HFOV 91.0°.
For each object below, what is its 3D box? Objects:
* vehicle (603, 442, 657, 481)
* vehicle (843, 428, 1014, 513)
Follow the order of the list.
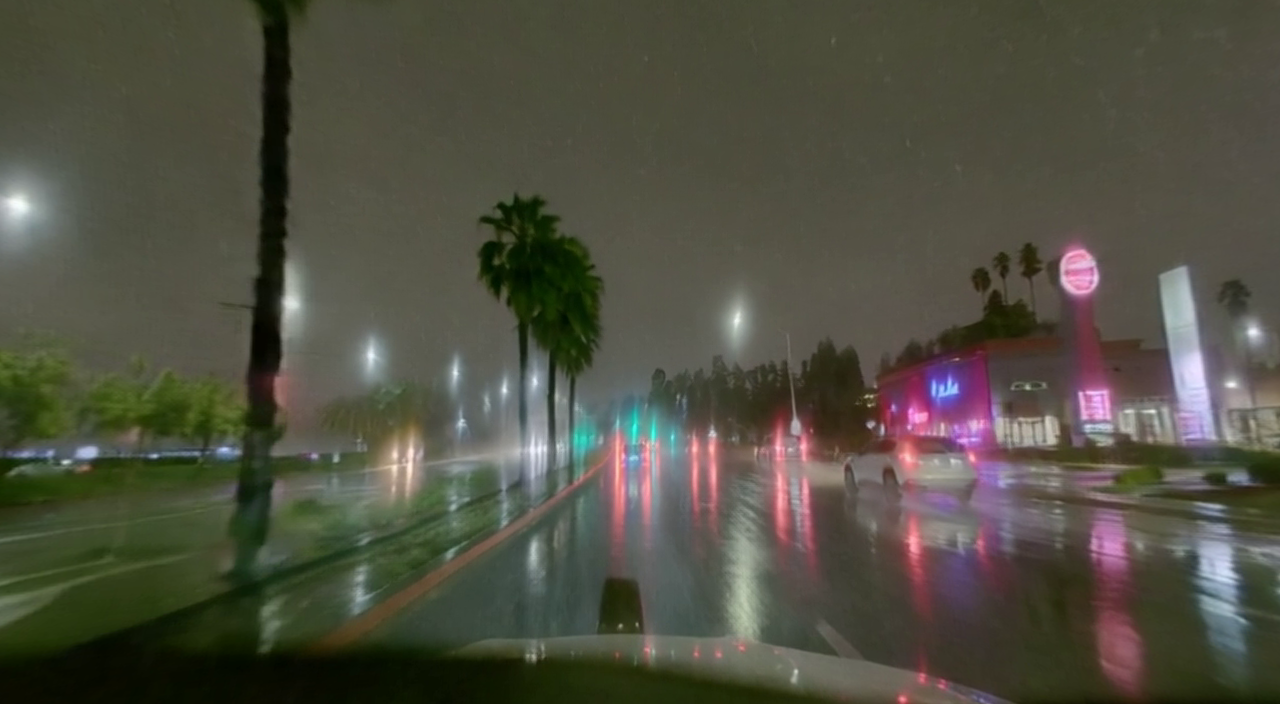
[{"bbox_3d":[-0.378,4.266,24.902,1.970,1.402,3.756,0,-8,0],"label":"vehicle"},{"bbox_3d":[6.316,2.621,14.369,1.949,1.647,3.894,0,-8,-2],"label":"vehicle"}]
